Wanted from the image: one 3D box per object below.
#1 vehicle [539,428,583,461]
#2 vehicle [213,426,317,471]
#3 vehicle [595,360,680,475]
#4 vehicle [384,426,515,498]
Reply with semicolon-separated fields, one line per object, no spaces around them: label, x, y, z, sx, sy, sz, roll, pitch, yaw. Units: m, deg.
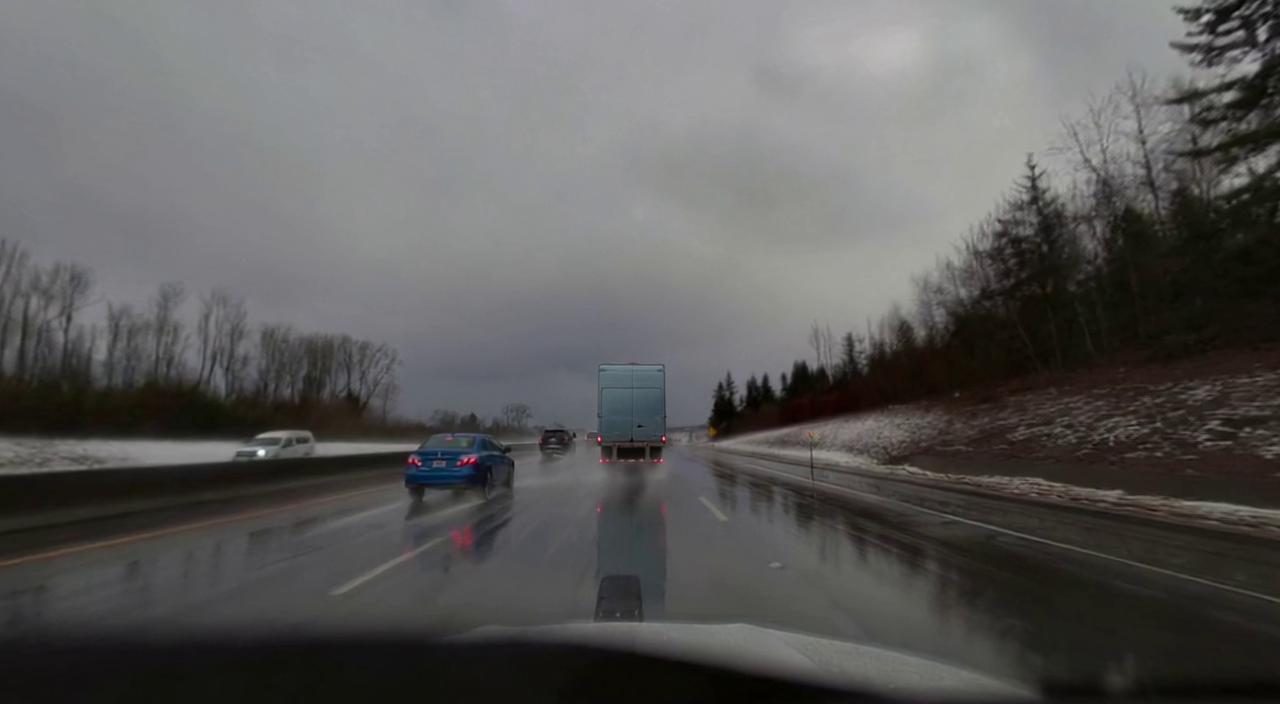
vehicle;-4.616;5.451;37.302;2.019;1.834;4.644;0;-8;0
vehicle;-18.617;4.797;31.550;2.172;2.024;4.847;0;-8;1
vehicle;-0.228;2.977;27.258;2.953;4.041;10.072;0;-8;-2
vehicle;-4.612;2.704;15.986;1.931;1.539;4.441;0;-8;0
